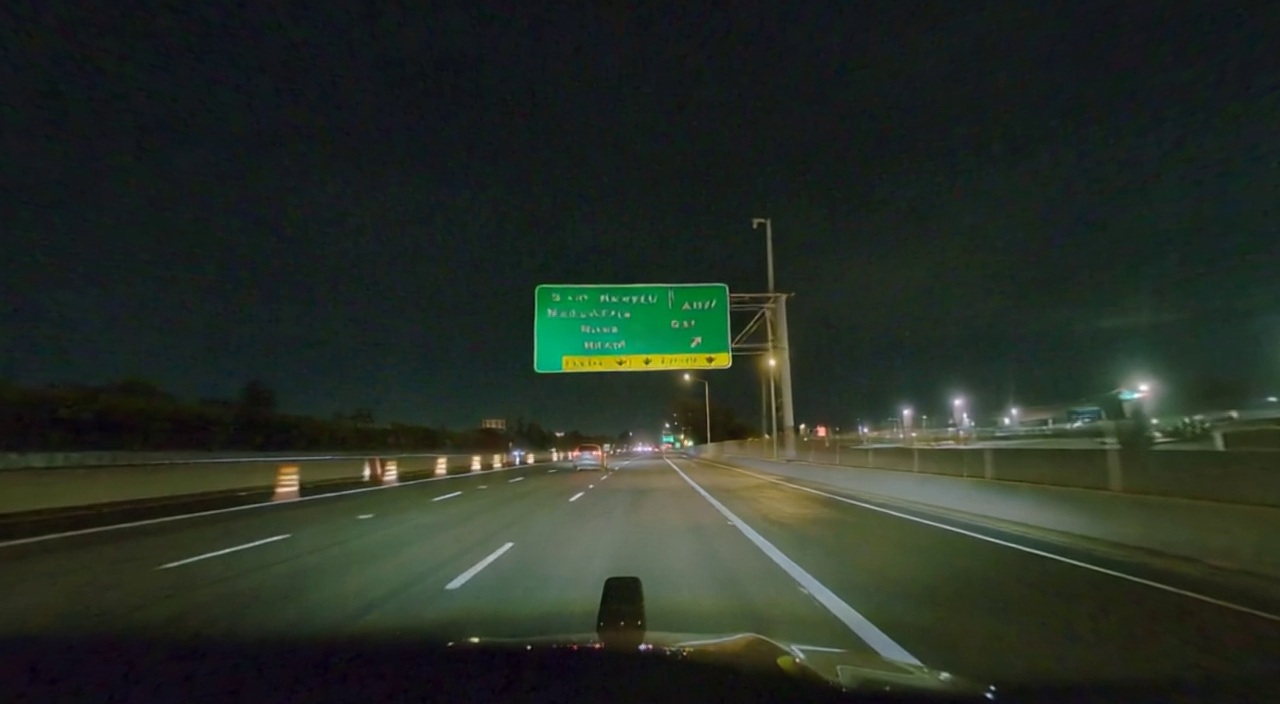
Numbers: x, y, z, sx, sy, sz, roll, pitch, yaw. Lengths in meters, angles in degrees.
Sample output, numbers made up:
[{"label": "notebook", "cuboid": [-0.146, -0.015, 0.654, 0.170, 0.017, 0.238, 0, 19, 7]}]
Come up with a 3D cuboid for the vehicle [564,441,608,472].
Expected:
[{"label": "vehicle", "cuboid": [-3.010, 5.900, 35.682, 2.078, 1.629, 4.059, -1, -8, 1]}]
